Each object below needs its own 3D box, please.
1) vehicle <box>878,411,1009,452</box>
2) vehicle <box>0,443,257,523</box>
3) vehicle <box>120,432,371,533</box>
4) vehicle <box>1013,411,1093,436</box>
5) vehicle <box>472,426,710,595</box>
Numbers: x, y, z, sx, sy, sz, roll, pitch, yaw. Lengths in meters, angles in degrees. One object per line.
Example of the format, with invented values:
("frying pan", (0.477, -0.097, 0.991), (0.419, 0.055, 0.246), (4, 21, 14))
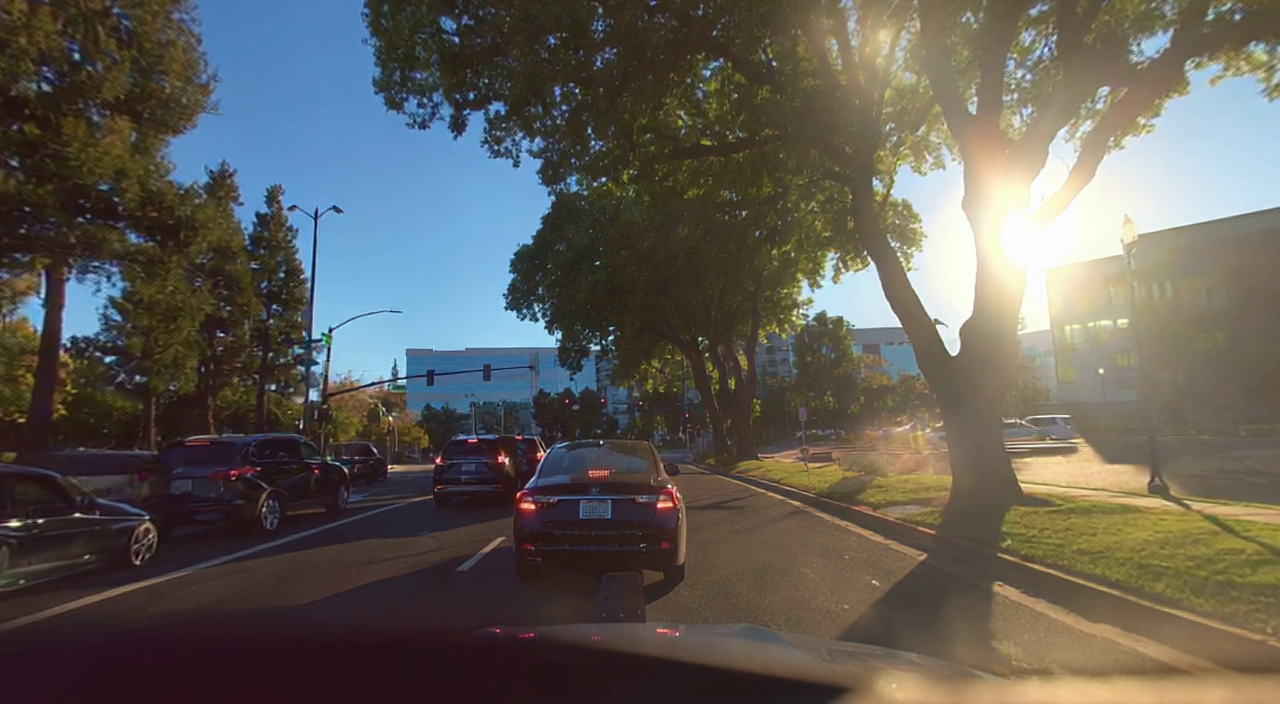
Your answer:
("vehicle", (13.932, 3.705, 29.227), (4.975, 1.809, 1.956), (0, -9, 1))
("vehicle", (-10.871, 2.770, 13.959), (2.039, 1.447, 4.496), (0, -9, -1))
("vehicle", (-7.273, 2.430, 12.353), (2.096, 1.593, 4.288), (0, -9, 1))
("vehicle", (30.257, 5.264, 46.436), (4.627, 1.671, 1.929), (-5, -10, 28))
("vehicle", (-0.420, 1.711, 7.630), (2.104, 1.472, 3.946), (0, -9, 0))
